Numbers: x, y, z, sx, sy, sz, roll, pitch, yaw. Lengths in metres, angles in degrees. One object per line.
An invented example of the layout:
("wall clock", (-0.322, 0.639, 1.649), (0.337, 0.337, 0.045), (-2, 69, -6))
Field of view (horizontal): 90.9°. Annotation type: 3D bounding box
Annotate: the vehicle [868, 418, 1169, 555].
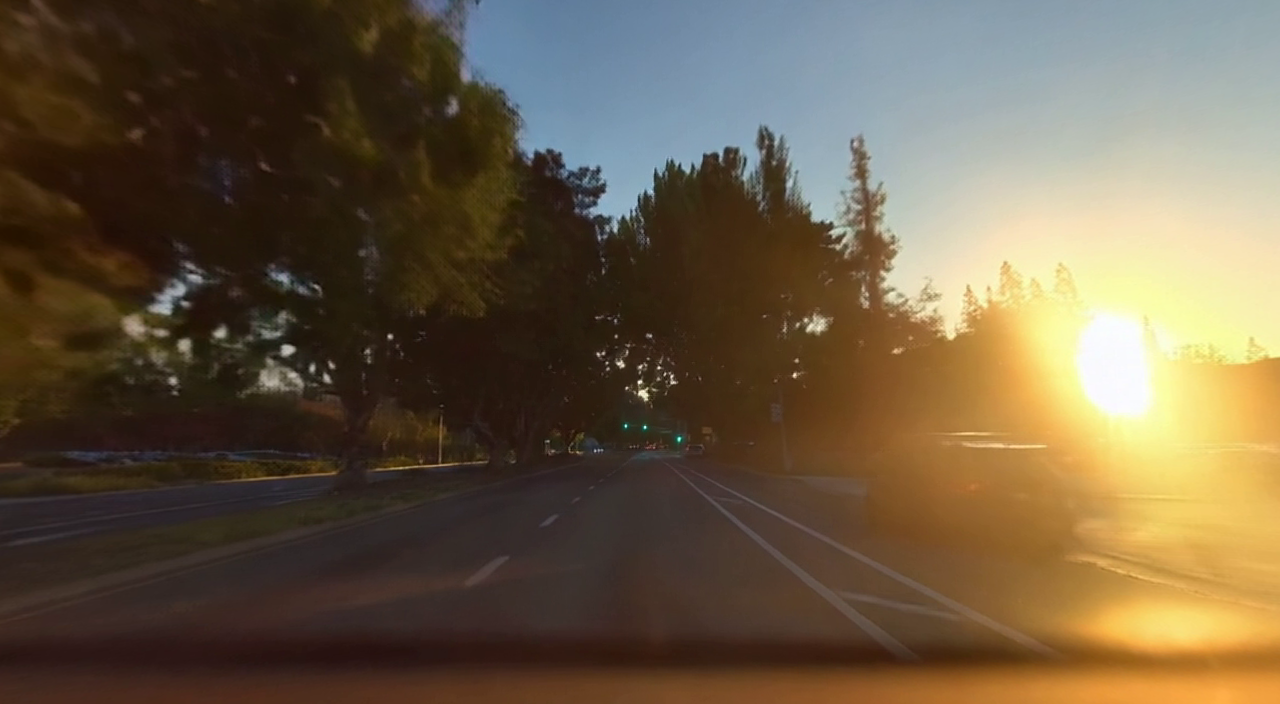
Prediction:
("vehicle", (5.533, 2.008, 10.176), (2.057, 1.688, 4.596), (0, -8, 1))
